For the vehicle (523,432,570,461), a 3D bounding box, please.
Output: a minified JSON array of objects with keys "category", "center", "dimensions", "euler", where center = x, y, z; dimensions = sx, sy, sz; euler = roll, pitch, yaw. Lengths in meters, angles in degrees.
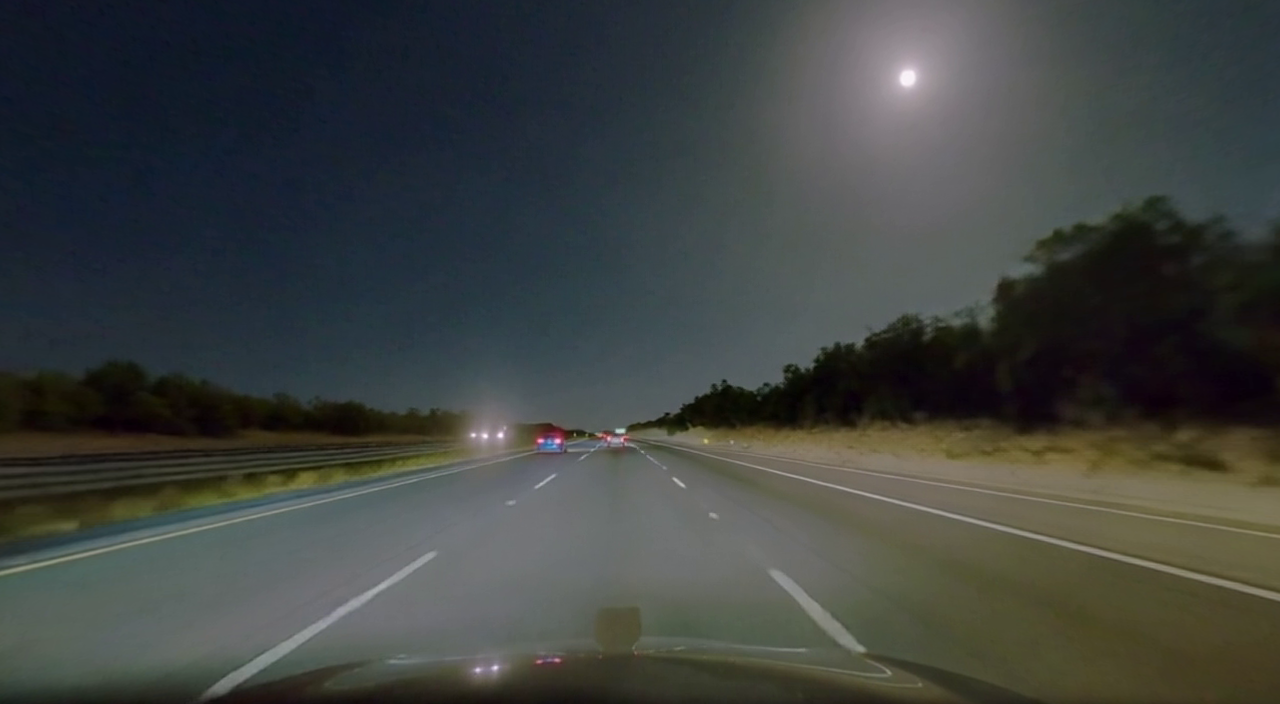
[{"category":"vehicle","center":[-5.247,5.382,36.108],"dimensions":[2.141,1.534,5.099],"euler":[0,-8,-2]}]
